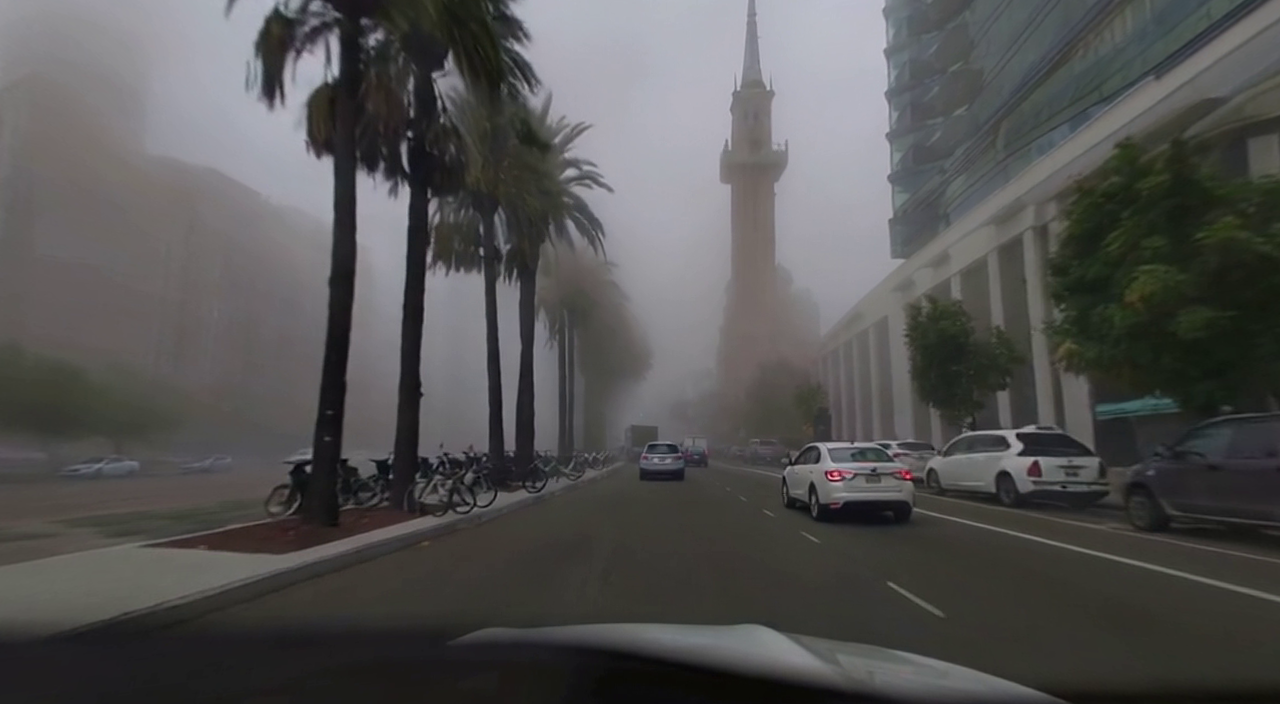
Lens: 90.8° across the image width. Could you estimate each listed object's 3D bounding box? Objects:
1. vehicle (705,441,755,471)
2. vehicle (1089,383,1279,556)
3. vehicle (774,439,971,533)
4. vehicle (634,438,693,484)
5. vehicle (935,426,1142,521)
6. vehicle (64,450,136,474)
[{"bbox_3d":[5.113,5.990,36.489,1.981,1.572,4.718,0,-9,-2],"label":"vehicle"},{"bbox_3d":[9.145,1.597,8.752,2.093,2.154,5.193,-1,-9,2],"label":"vehicle"},{"bbox_3d":[4.278,2.530,12.630,2.116,1.500,4.702,0,-9,0],"label":"vehicle"},{"bbox_3d":[0.887,4.209,24.609,2.111,1.605,3.832,0,-9,1],"label":"vehicle"},{"bbox_3d":[9.401,2.880,15.565,2.041,1.941,4.884,-1,-9,3],"label":"vehicle"},{"bbox_3d":[-41.650,8.444,48.884,2.006,1.732,4.736,1,-9,-10],"label":"vehicle"}]
